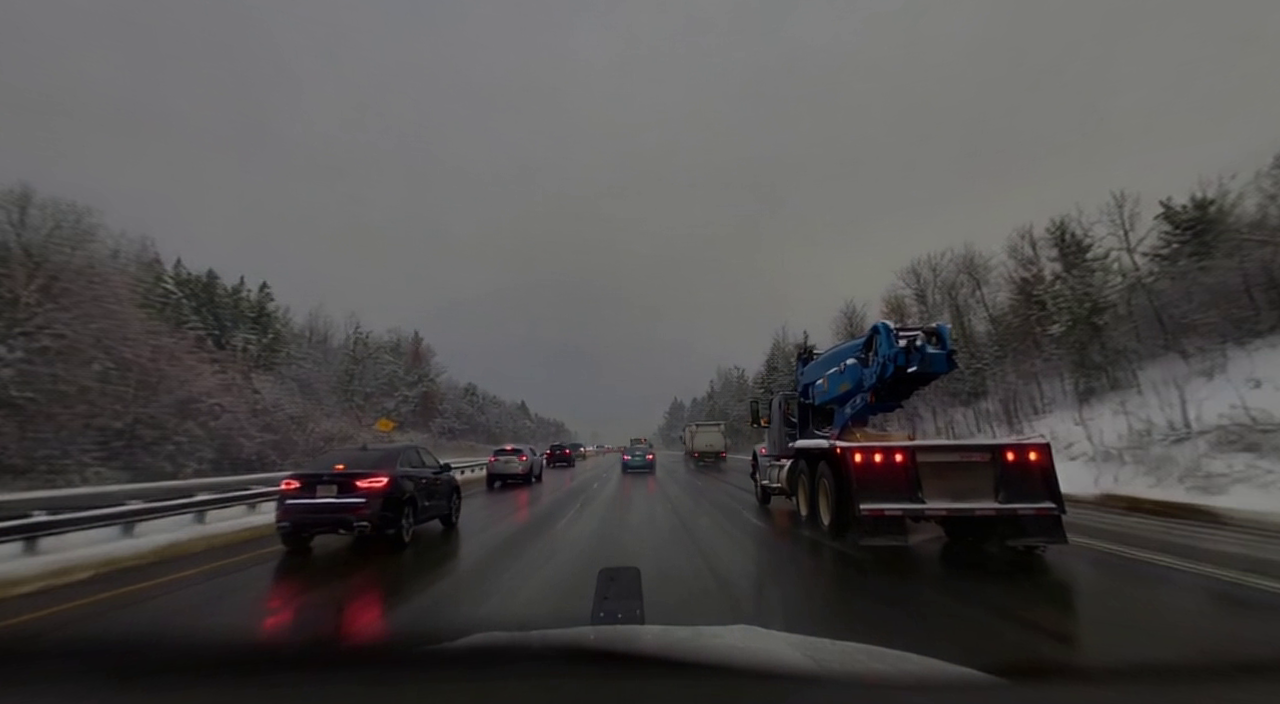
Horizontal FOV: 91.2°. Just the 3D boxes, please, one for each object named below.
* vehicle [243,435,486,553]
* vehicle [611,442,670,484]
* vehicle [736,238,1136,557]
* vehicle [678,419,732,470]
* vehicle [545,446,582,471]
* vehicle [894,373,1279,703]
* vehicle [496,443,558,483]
[{"bbox_3d":[-4.181,2.219,10.577,1.880,1.507,4.757,0,-9,1],"label":"vehicle"},{"bbox_3d":[-0.039,4.303,24.583,2.150,1.498,3.988,0,-9,-2],"label":"vehicle"},{"bbox_3d":[3.926,1.098,11.308,2.975,3.618,8.456,0,-9,0],"label":"vehicle"},{"bbox_3d":[3.868,5.732,38.853,2.416,2.829,7.016,0,-9,-1],"label":"vehicle"},{"bbox_3d":[-4.819,6.766,39.979,1.924,1.481,4.264,0,-9,-1],"label":"vehicle"},{"bbox_3d":[4.083,1.088,3.883,2.599,1.631,5.693,0,-9,0],"label":"vehicle"},{"bbox_3d":[-4.600,4.589,26.110,1.858,1.527,3.974,0,-9,0],"label":"vehicle"}]
